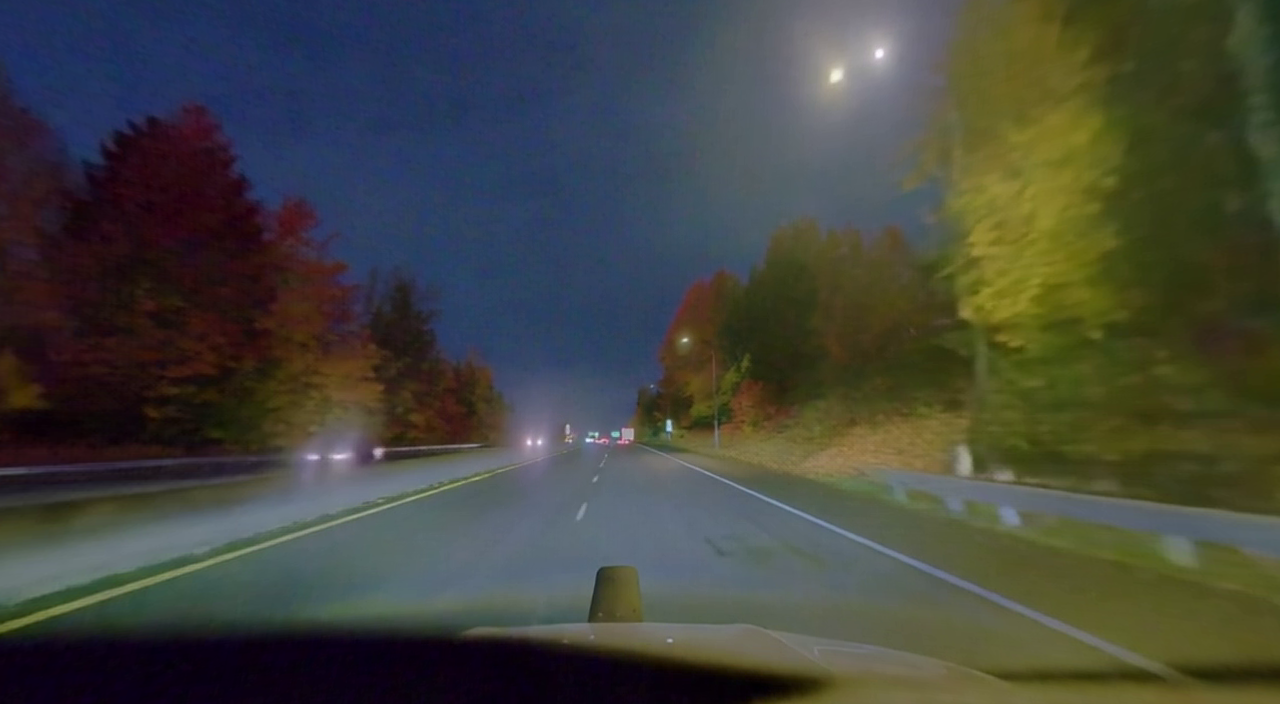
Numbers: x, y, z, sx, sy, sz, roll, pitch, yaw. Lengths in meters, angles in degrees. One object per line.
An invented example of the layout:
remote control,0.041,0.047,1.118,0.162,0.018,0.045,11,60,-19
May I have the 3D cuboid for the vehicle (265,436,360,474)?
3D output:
vehicle,-14.263,4.485,27.701,1.872,1.513,4.459,0,-8,-2
